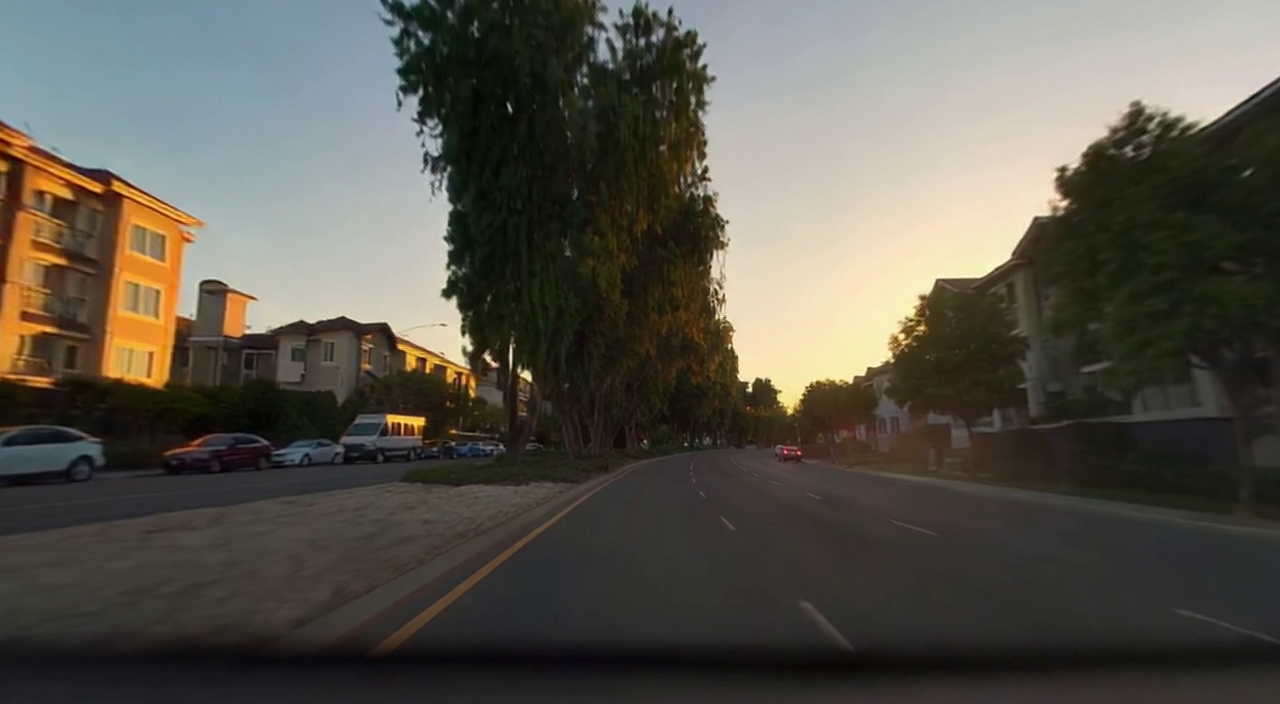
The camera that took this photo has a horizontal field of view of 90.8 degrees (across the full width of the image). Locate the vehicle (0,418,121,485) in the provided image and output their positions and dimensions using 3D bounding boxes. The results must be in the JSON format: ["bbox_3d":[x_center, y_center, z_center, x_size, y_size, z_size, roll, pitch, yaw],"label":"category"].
[{"bbox_3d":[-18.526,2.890,18.289,2.295,1.809,5.236,0,-9,3],"label":"vehicle"}]

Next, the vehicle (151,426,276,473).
[{"bbox_3d":[-18.348,4.217,27.519,2.001,1.836,4.746,0,-9,2],"label":"vehicle"}]

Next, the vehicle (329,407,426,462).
[{"bbox_3d":[-17.103,5.484,41.771,2.766,3.279,6.821,0,-8,6],"label":"vehicle"}]

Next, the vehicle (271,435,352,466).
[{"bbox_3d":[-17.833,5.388,34.555,1.808,1.531,4.366,1,-9,3],"label":"vehicle"}]
